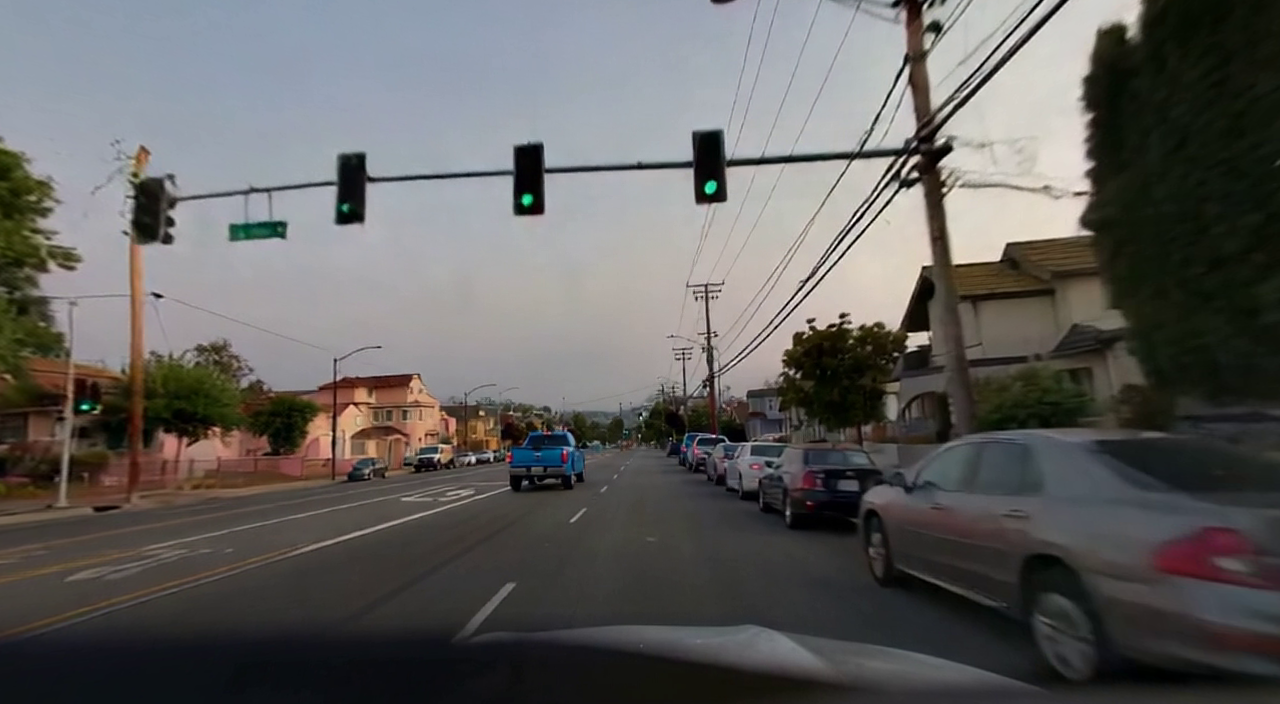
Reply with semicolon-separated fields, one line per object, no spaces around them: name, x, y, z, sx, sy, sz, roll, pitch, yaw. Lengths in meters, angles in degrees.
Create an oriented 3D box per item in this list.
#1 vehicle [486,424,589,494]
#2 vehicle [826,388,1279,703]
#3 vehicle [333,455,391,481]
vehicle;-3.020;3.344;19.936;2.242;1.890;5.306;0;-9;1
vehicle;2.965;1.227;4.500;1.927;1.513;4.617;0;-9;1
vehicle;-18.584;7.777;42.385;1.908;1.614;4.092;0;-9;2
